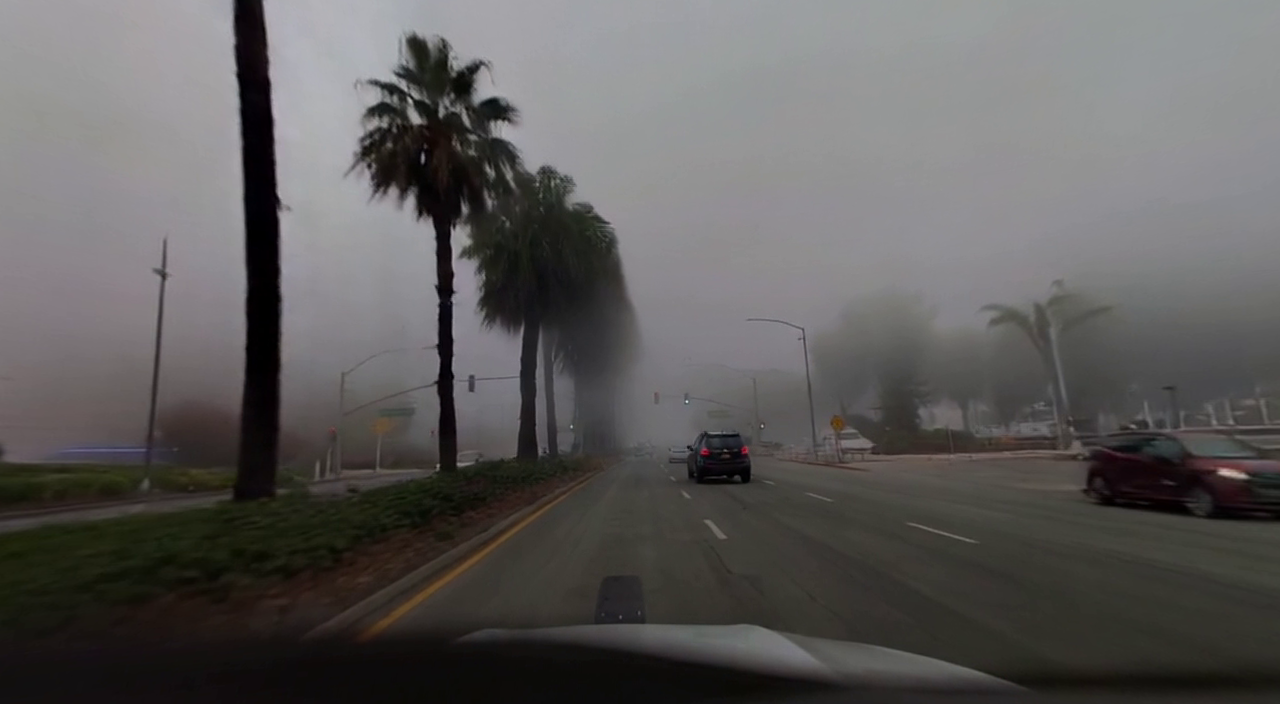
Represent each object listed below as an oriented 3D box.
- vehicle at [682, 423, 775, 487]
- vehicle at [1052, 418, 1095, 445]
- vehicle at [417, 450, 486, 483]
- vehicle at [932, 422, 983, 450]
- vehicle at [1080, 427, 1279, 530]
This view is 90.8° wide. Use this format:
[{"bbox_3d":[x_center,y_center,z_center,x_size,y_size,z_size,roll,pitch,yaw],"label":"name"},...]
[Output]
[{"bbox_3d":[3.010,3.721,23.092,2.559,2.017,5.562,0,-9,0],"label":"vehicle"},{"bbox_3d":[31.060,5.771,45.401,2.266,1.854,4.776,-5,-10,32],"label":"vehicle"},{"bbox_3d":[-9.110,5.553,30.934,1.975,1.471,4.604,0,-9,0],"label":"vehicle"},{"bbox_3d":[19.406,5.176,38.514,2.100,1.626,4.450,-6,-10,33],"label":"vehicle"},{"bbox_3d":[10.196,2.050,10.584,1.989,1.472,5.054,0,-9,0],"label":"vehicle"}]
